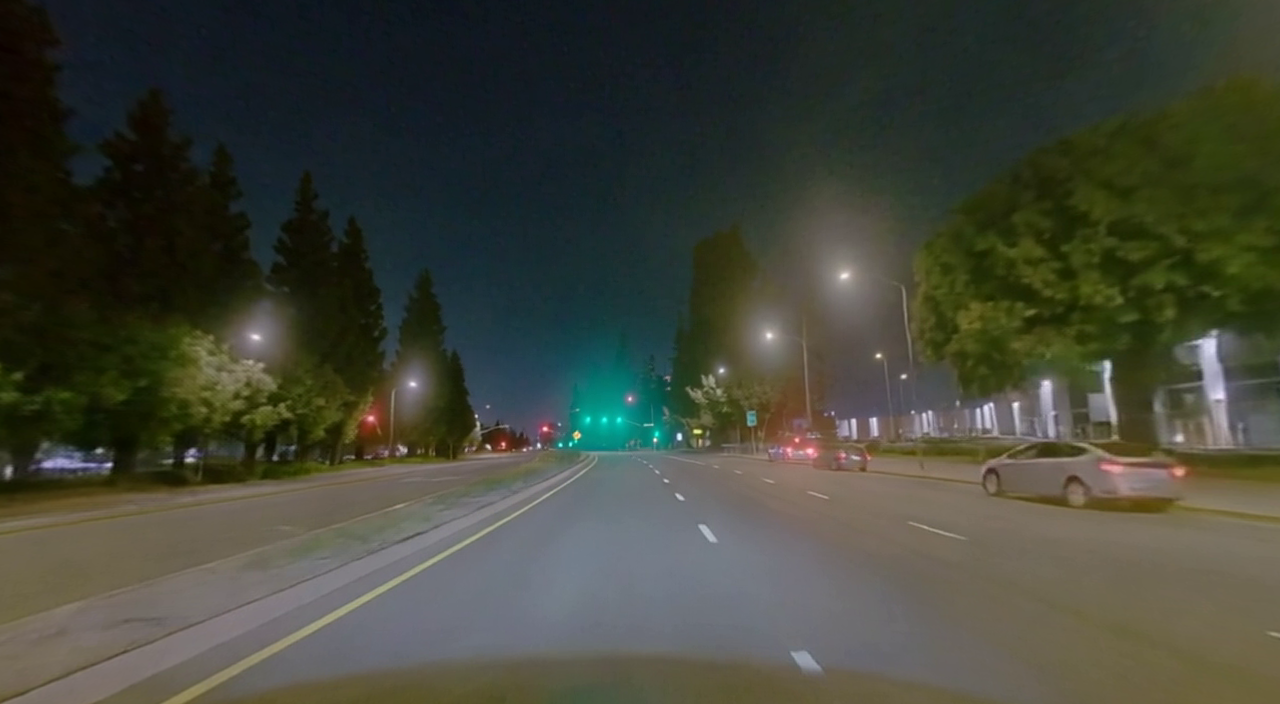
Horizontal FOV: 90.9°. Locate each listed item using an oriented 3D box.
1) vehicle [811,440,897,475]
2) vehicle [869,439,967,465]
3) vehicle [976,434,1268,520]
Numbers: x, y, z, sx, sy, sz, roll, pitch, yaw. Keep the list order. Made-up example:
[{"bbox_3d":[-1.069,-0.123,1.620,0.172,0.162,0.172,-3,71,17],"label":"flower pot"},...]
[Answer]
[{"bbox_3d":[10.330,5.156,30.969,2.034,1.551,5.228,1,-9,-5],"label":"vehicle"},{"bbox_3d":[16.890,6.097,38.477,4.985,1.484,2.150,1,-9,-3],"label":"vehicle"},{"bbox_3d":[10.269,2.694,14.295,2.109,1.533,5.664,0,-9,-1],"label":"vehicle"}]
